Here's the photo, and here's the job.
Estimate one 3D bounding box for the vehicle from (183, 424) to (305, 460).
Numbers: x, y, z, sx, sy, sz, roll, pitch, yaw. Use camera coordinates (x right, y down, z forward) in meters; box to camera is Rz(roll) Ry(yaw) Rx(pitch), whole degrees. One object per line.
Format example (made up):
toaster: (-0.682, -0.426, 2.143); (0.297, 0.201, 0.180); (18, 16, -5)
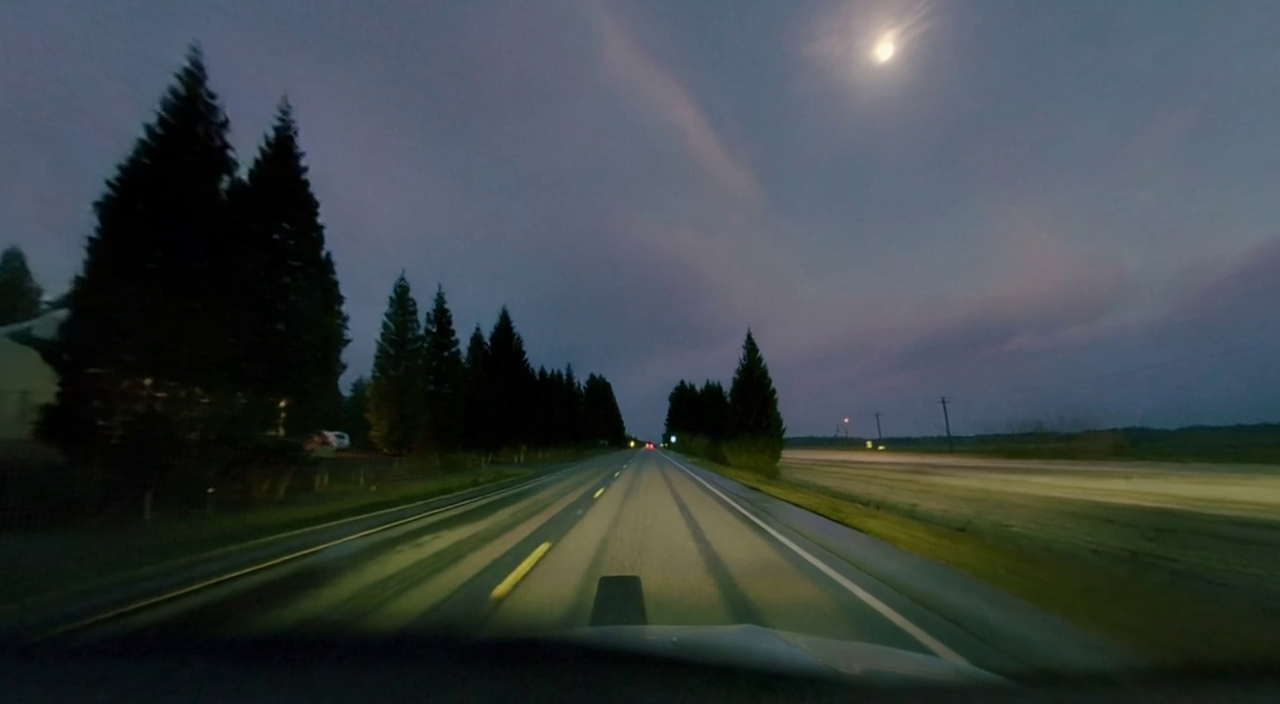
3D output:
vehicle: (-20.089, 4.608, 32.147); (4.640, 1.765, 2.242); (1, -9, -3)

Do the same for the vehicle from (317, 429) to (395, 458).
vehicle: (-19.917, 6.418, 44.306); (4.511, 1.876, 2.044); (0, -8, 10)
